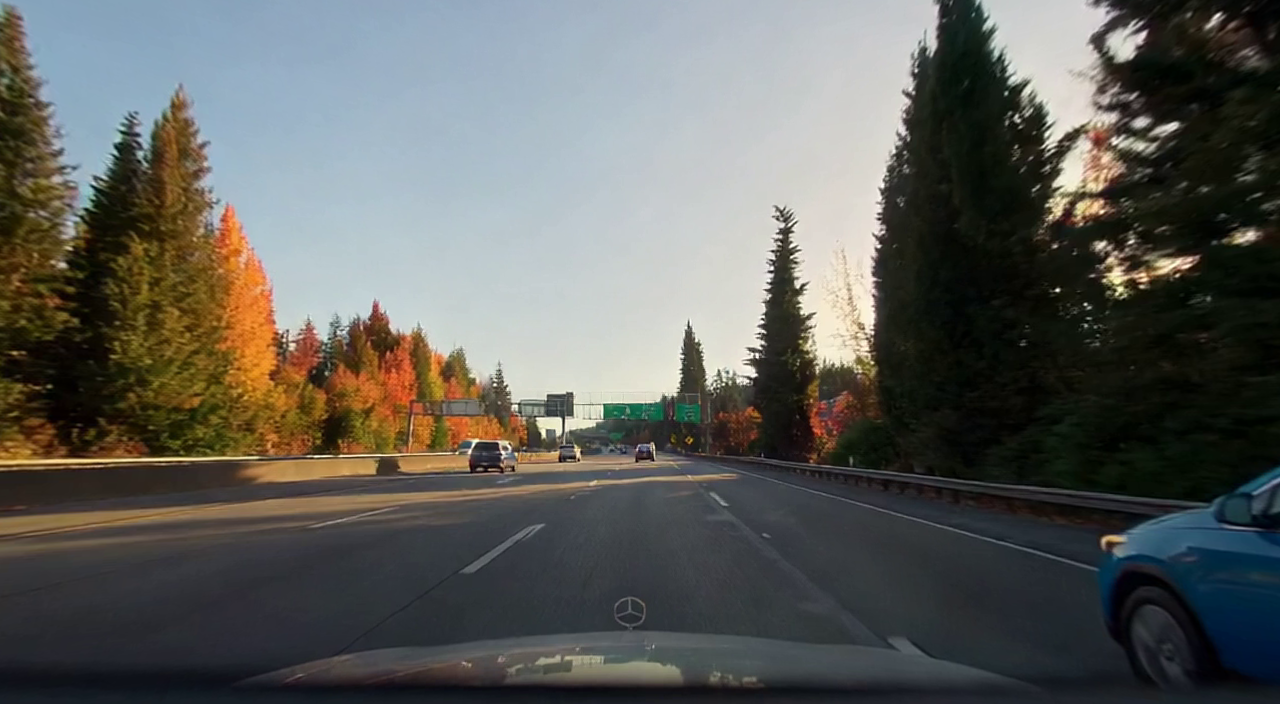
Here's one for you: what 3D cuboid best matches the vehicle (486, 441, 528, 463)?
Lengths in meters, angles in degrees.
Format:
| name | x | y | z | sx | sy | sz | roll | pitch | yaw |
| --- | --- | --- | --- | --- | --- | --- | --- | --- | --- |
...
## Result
| name | x | y | z | sx | sy | sz | roll | pitch | yaw |
| --- | --- | --- | --- | --- | --- | --- | --- | --- | --- |
| vehicle | -9.496 | 7.164 | 45.277 | 1.965 | 1.473 | 4.313 | 0 | -8 | 2 |

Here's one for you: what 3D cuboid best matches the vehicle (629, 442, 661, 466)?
| name | x | y | z | sx | sy | sz | roll | pitch | yaw |
| --- | --- | --- | --- | --- | --- | --- | --- | --- | --- |
| vehicle | 0.295 | 6.608 | 40.943 | 1.985 | 1.450 | 4.266 | 0 | -8 | 0 |

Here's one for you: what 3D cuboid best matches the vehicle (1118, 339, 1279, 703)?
| name | x | y | z | sx | sy | sz | roll | pitch | yaw |
| --- | --- | --- | --- | --- | --- | --- | --- | --- | --- |
| vehicle | 3.357 | 0.605 | 0.837 | 2.120 | 1.706 | 4.226 | 0 | -8 | 1 |
